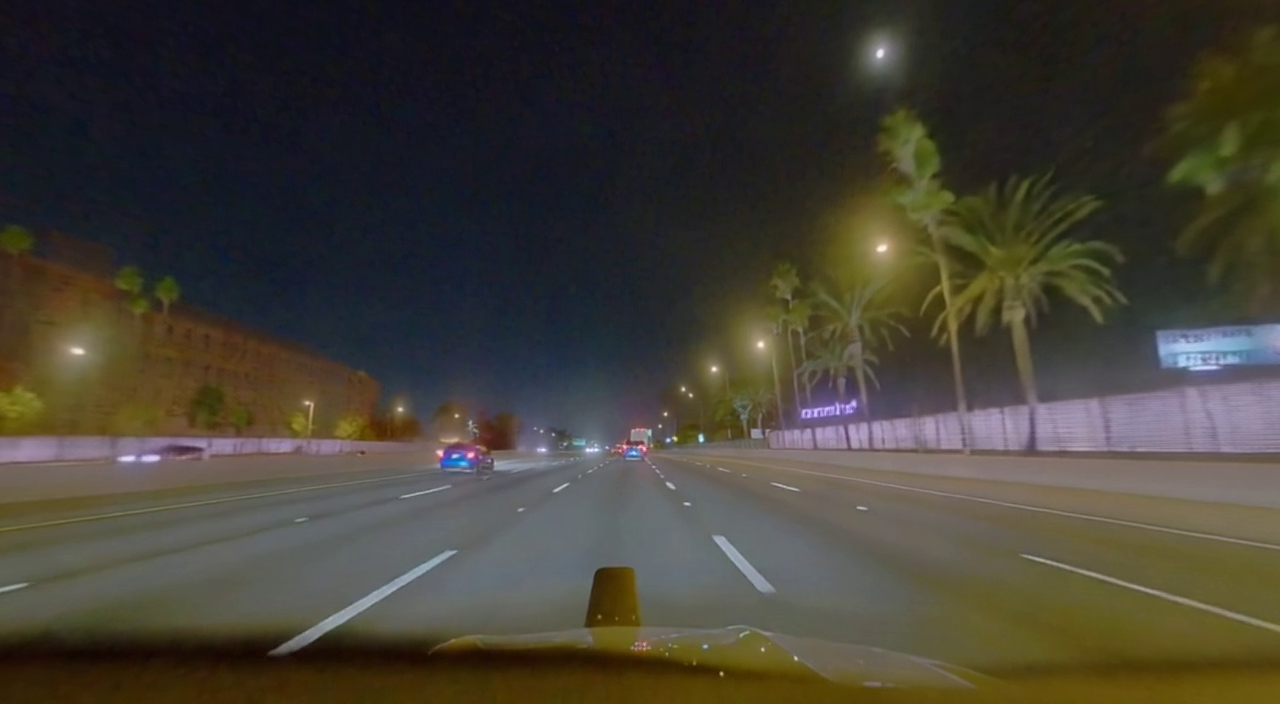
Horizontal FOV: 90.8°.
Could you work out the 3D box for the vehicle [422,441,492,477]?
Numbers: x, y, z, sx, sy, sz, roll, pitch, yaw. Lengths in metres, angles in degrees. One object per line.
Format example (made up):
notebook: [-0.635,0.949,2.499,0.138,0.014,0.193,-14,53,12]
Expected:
vehicle: [-8.487,4.984,29.770,1.971,1.552,4.465,0,-9,0]

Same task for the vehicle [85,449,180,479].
vehicle: [-26.225,5.771,32.807,1.775,1.422,3.843,0,-9,-1]
